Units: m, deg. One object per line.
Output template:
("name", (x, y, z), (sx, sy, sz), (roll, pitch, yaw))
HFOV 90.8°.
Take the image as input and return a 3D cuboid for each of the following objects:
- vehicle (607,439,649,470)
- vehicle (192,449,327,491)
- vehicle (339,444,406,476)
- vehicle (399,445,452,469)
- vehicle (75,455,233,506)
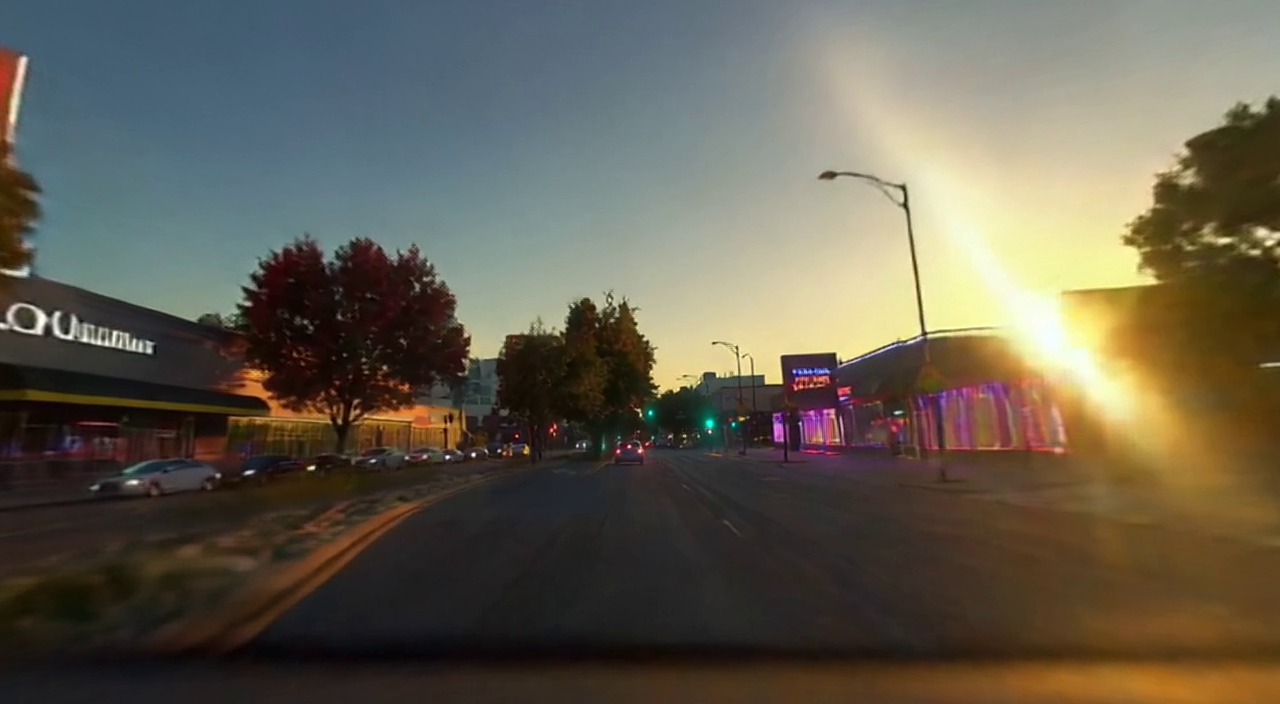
("vehicle", (-0.615, 5.335, 33.146), (2.045, 1.510, 3.690), (0, -9, -1))
("vehicle", (-15.680, 4.871, 26.468), (2.098, 1.524, 5.102), (-1, -9, 6))
("vehicle", (-15.826, 6.412, 37.570), (1.981, 1.755, 4.113), (-1, -9, 3))
("vehicle", (-15.911, 7.785, 47.156), (2.130, 1.692, 4.734), (-1, -9, 2))
("vehicle", (-15.856, 4.175, 20.996), (1.792, 1.413, 4.452), (0, -9, -2))
